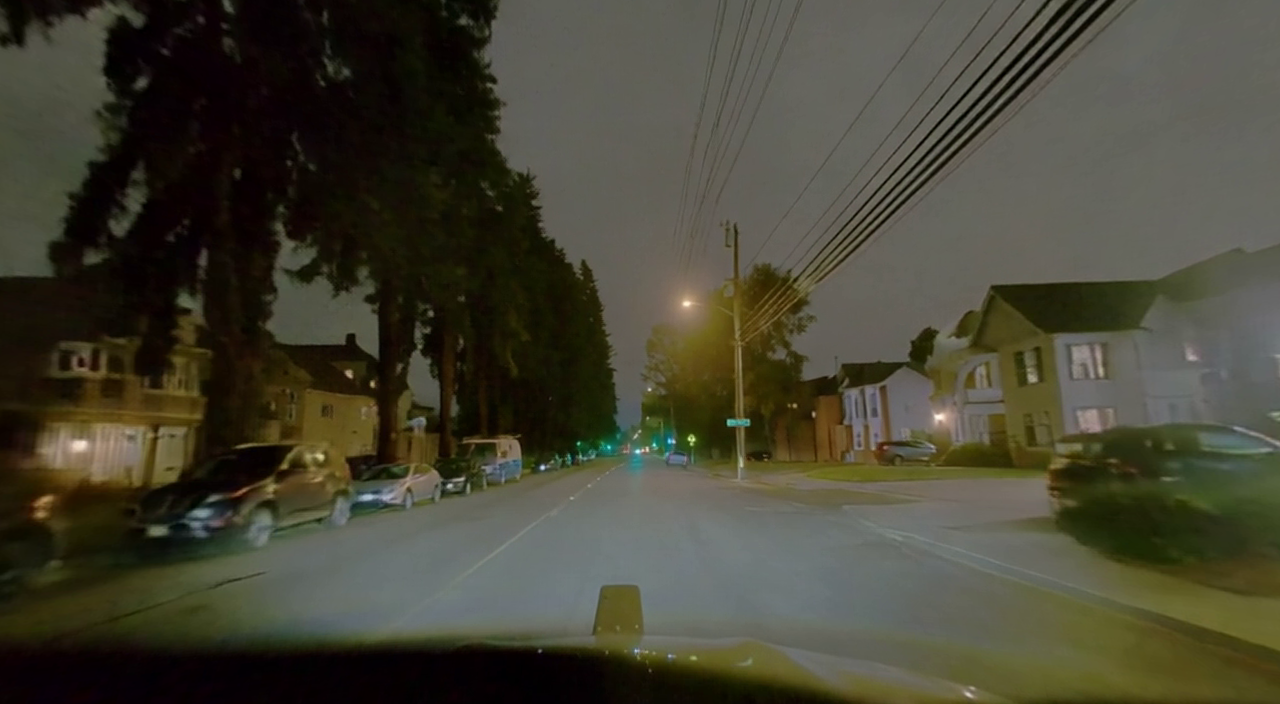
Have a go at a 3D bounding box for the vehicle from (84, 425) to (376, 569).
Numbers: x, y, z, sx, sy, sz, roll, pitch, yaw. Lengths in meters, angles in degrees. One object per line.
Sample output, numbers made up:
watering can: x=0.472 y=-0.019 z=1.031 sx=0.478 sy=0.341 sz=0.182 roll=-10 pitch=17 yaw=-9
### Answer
vehicle: x=-6.474 y=2.345 z=10.846 sx=1.941 sy=1.832 sz=4.666 roll=-2 pitch=-10 yaw=-1

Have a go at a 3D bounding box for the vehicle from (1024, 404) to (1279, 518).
vehicle: x=9.830 y=1.858 z=10.999 sx=4.979 sy=1.769 sz=1.943 roll=0 pitch=-9 yaw=-1

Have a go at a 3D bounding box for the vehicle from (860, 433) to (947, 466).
vehicle: x=15.834 y=5.906 z=38.095 sx=4.275 sy=1.645 sz=1.874 roll=-4 pitch=-12 yaw=1

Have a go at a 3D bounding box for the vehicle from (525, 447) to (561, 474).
vehicle: x=-6.956 y=7.788 z=45.692 sx=1.963 sy=1.820 sz=4.297 roll=0 pitch=-9 yaw=-1

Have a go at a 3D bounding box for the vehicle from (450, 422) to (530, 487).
vehicle: x=-6.957 y=4.873 z=30.014 sx=2.439 sy=2.724 sz=5.647 roll=-1 pitch=-10 yaw=-1

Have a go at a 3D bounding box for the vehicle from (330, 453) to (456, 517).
vehicle: x=-6.560 y=3.564 z=17.359 sx=1.858 sy=1.476 sz=4.262 roll=-1 pitch=-9 yaw=-2
